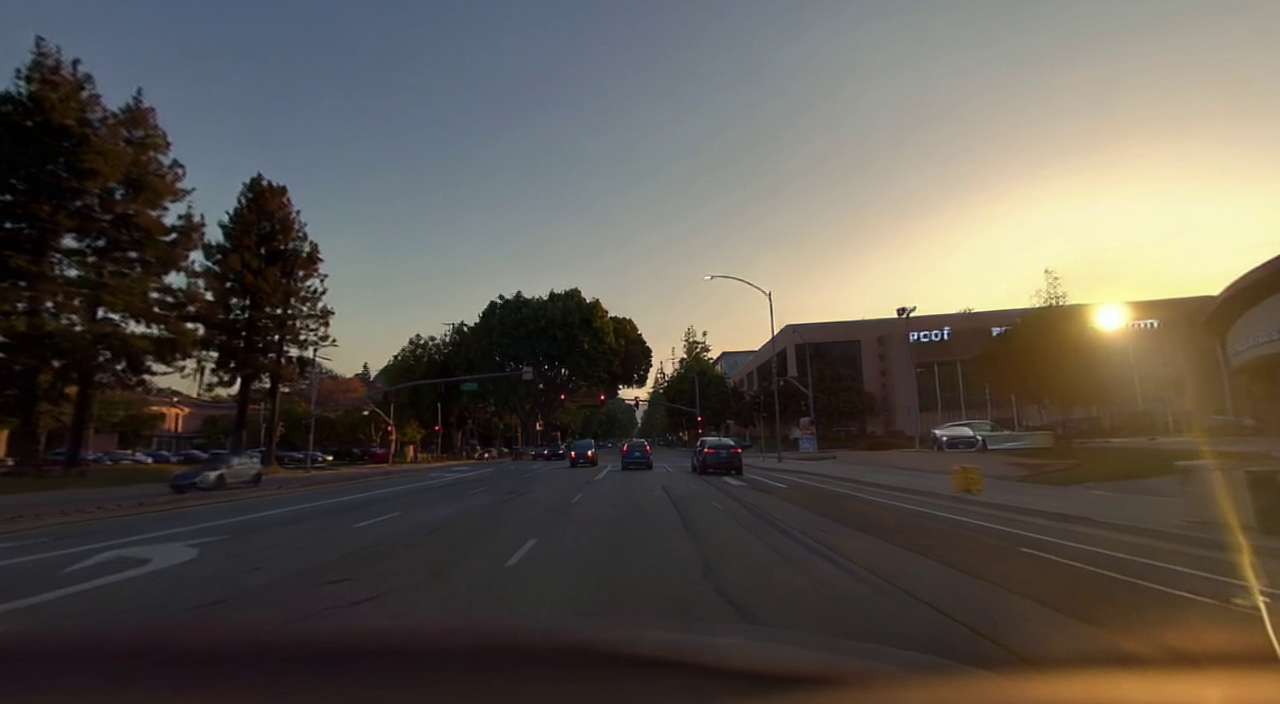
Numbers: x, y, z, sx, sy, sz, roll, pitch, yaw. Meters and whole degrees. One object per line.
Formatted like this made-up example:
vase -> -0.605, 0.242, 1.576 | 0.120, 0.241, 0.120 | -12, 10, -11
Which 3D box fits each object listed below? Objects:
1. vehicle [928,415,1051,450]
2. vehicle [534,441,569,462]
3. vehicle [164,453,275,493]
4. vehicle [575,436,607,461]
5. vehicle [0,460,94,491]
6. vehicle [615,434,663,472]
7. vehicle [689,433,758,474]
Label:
vehicle -> 15.645, 3.653, 28.465 | 4.344, 1.512, 1.936 | -1, -9, 6
vehicle -> -6.630, 7.489, 47.633 | 1.954, 1.473, 4.350 | 0, -8, 1
vehicle -> -18.034, 5.170, 27.393 | 1.832, 1.515, 4.369 | 0, -9, -1
vehicle -> -3.579, 7.166, 46.940 | 2.106, 1.778, 4.444 | 0, -9, 0
vehicle -> -34.287, 6.993, 35.902 | 4.508, 1.542, 1.883 | 5, -10, -30
vehicle -> -0.127, 4.839, 30.528 | 2.146, 1.685, 4.003 | 0, -9, -2
vehicle -> 3.561, 4.448, 27.881 | 2.198, 1.660, 4.512 | 0, -9, -3
